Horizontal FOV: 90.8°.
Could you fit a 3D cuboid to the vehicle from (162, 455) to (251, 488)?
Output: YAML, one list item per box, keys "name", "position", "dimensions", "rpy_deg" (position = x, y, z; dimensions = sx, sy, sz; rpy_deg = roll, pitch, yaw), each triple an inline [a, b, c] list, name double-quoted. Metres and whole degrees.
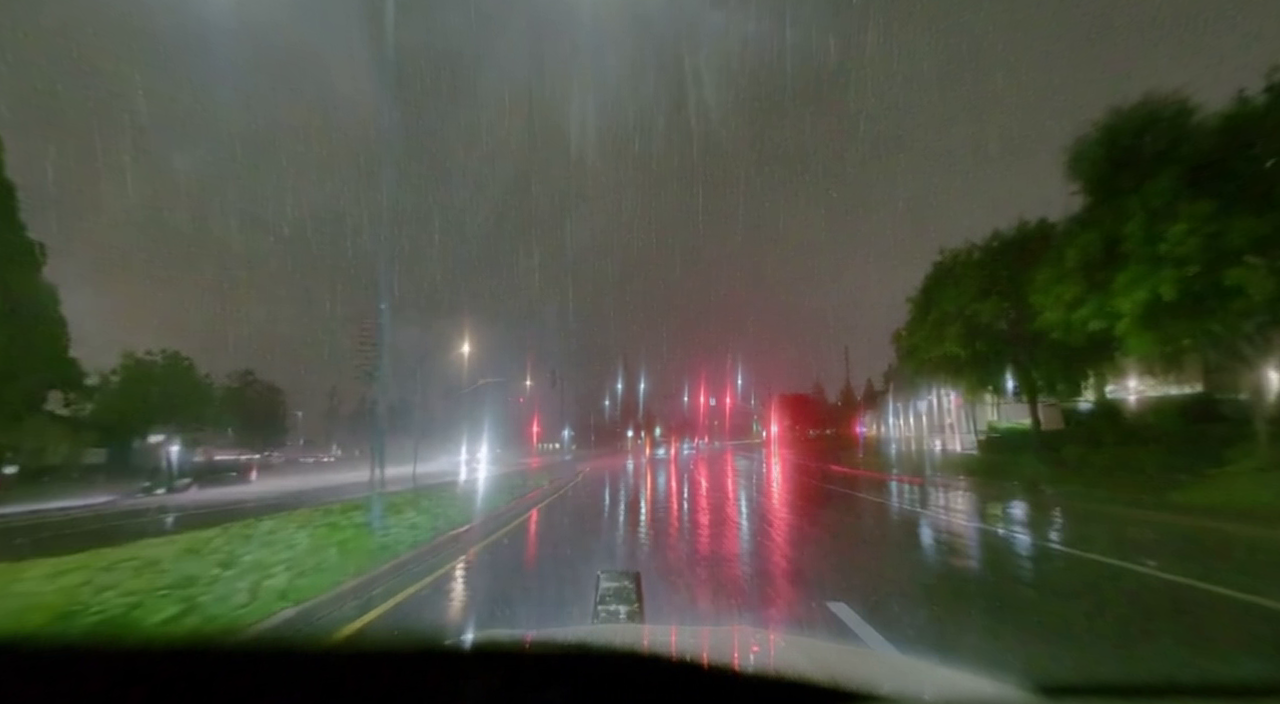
- name: "vehicle"
  position: [-24.783, 6.809, 36.328]
  dimensions: [1.956, 1.637, 4.323]
  rpy_deg: [-2, -8, 3]

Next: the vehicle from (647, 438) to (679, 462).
- name: "vehicle"
  position: [1.633, 6.823, 44.069]
  dimensions: [2.037, 1.568, 3.693]
  rpy_deg: [-1, -8, 4]
